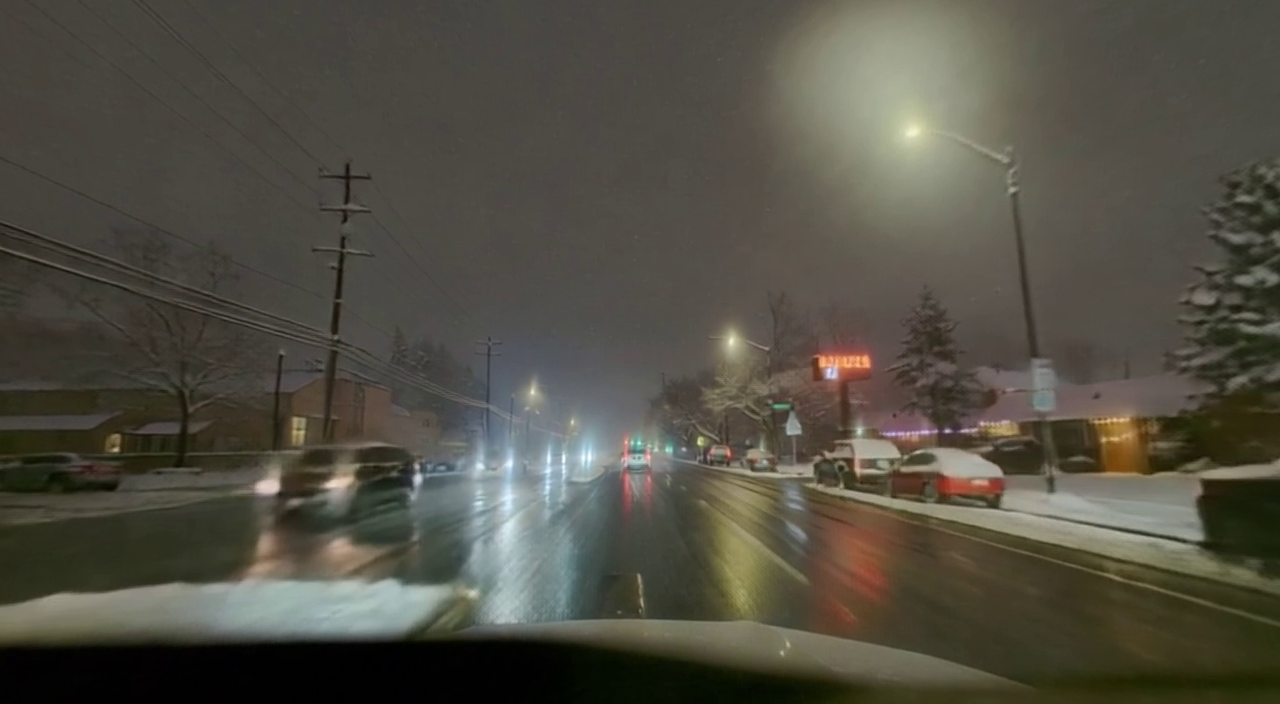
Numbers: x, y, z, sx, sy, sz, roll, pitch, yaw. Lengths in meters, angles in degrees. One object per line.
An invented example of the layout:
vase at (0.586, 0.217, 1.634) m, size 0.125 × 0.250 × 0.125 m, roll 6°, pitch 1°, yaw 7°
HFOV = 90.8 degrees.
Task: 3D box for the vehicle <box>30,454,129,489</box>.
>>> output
vehicle at (-26.243, 5.544, 29.556) m, size 4.391 × 1.435 × 2.011 m, roll -5°, pitch -10°, yaw 29°

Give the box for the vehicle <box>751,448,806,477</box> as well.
vehicle at (7.696, 6.166, 35.617) m, size 1.936 × 1.479 × 4.736 m, roll 0°, pitch -8°, yaw -1°

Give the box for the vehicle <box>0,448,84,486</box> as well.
vehicle at (-30.683, 5.795, 32.118) m, size 4.448 × 1.788 × 2.003 m, roll -5°, pitch -9°, yaw 27°

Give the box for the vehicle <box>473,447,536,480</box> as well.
vehicle at (-6.507, 5.391, 30.924) m, size 2.018 × 1.466 × 4.631 m, roll 0°, pitch -8°, yaw 1°

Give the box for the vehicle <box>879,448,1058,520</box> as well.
vehicle at (7.806, 3.129, 15.656) m, size 1.833 × 1.475 × 4.648 m, roll 0°, pitch -8°, yaw -2°

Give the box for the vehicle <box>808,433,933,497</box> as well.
vehicle at (7.732, 3.833, 21.909) m, size 2.188 × 1.903 × 5.324 m, roll 0°, pitch -8°, yaw -2°

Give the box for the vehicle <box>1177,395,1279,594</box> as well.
vehicle at (7.727, 1.188, 4.625) m, size 2.370 × 2.022 × 5.918 m, roll 0°, pitch -8°, yaw 0°

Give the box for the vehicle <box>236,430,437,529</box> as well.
vehicle at (-6.029, 2.557, 13.269) m, size 2.096 × 1.702 × 4.244 m, roll 0°, pitch -8°, yaw 0°

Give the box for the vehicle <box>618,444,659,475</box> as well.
vehicle at (-0.121, 5.676, 33.719) m, size 2.067 × 1.547 × 4.513 m, roll 0°, pitch -8°, yaw -1°
